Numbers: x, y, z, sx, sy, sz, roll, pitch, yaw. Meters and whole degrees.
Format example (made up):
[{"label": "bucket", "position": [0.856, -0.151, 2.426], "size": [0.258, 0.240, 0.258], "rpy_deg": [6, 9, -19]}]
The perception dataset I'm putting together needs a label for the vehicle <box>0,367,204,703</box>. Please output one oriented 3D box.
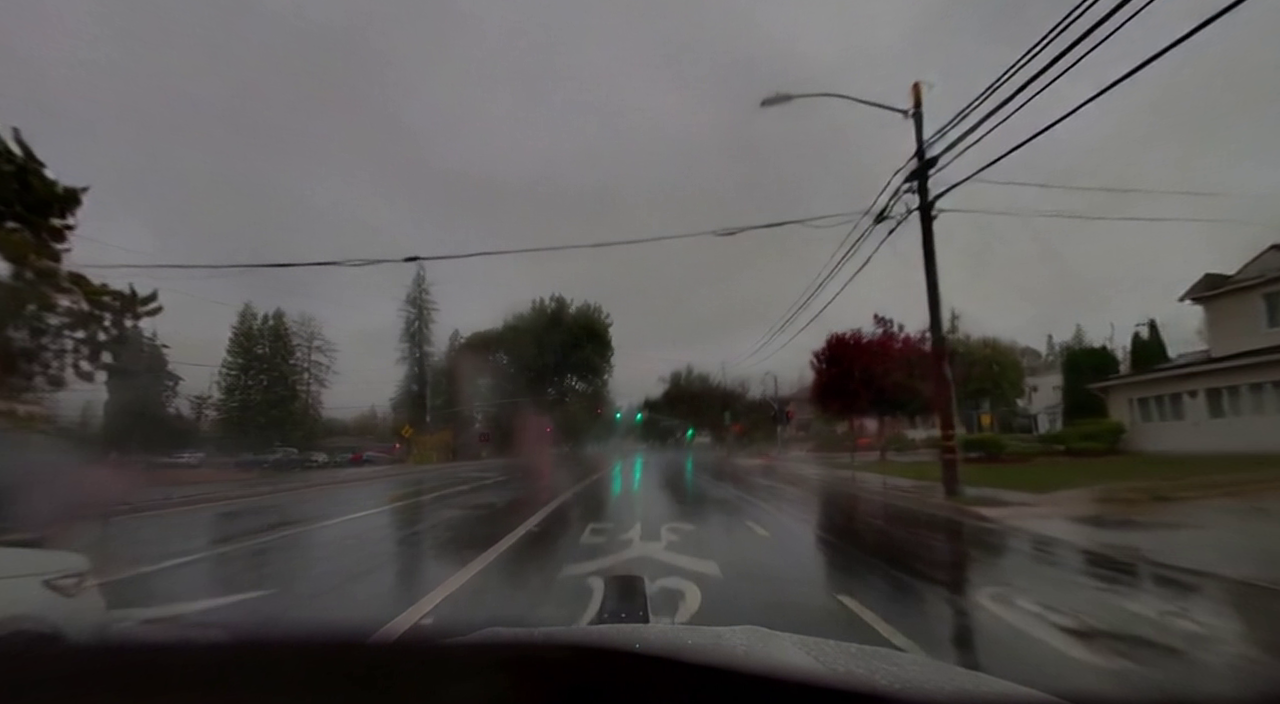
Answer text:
[{"label": "vehicle", "position": [-3.354, 0.614, 0.699], "size": [2.139, 1.564, 4.901], "rpy_deg": [0, -9, 1]}]
